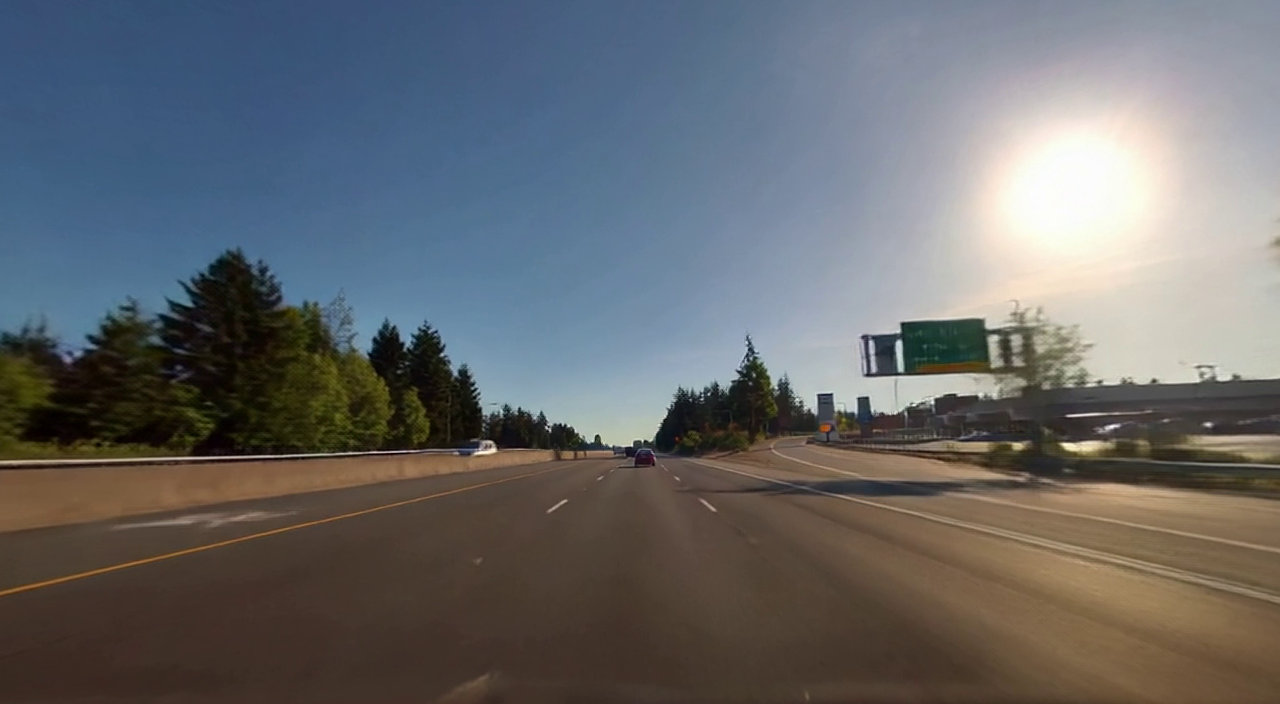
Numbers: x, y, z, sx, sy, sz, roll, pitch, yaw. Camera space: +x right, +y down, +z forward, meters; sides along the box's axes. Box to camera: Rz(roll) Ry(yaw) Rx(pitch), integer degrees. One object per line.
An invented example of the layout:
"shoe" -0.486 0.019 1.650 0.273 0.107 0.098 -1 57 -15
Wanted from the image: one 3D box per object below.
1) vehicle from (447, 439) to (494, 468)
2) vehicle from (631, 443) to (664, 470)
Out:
"vehicle" -12.282 7.405 45.892 2.102 1.955 4.656 0 -9 0
"vehicle" 0.483 6.983 42.066 2.087 1.682 4.388 0 -9 1
